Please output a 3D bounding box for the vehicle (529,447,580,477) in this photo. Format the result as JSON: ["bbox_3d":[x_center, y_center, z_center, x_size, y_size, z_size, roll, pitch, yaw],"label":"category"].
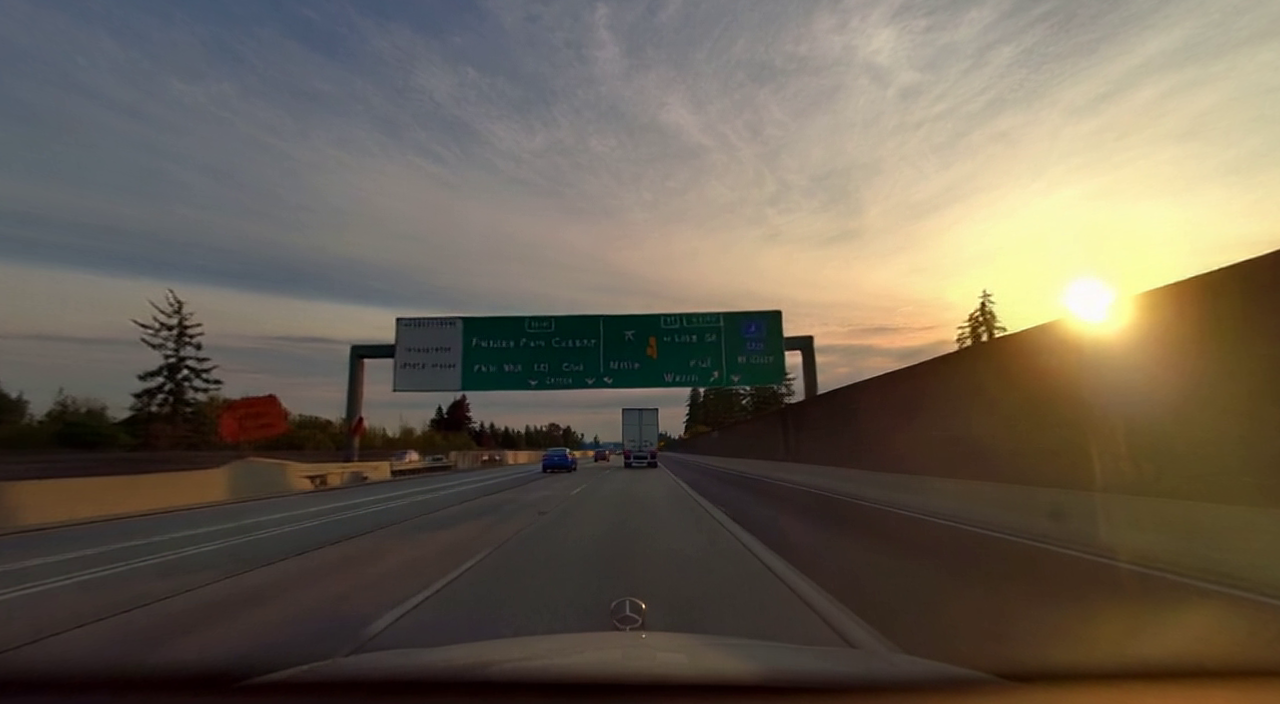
[{"bbox_3d":[-4.410,5.754,33.272,1.977,1.478,4.702,0,-9,1],"label":"vehicle"}]

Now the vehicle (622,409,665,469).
[{"bbox_3d":[0.291,6.748,48.353,2.980,4.051,10.359,0,-9,1],"label":"vehicle"}]
